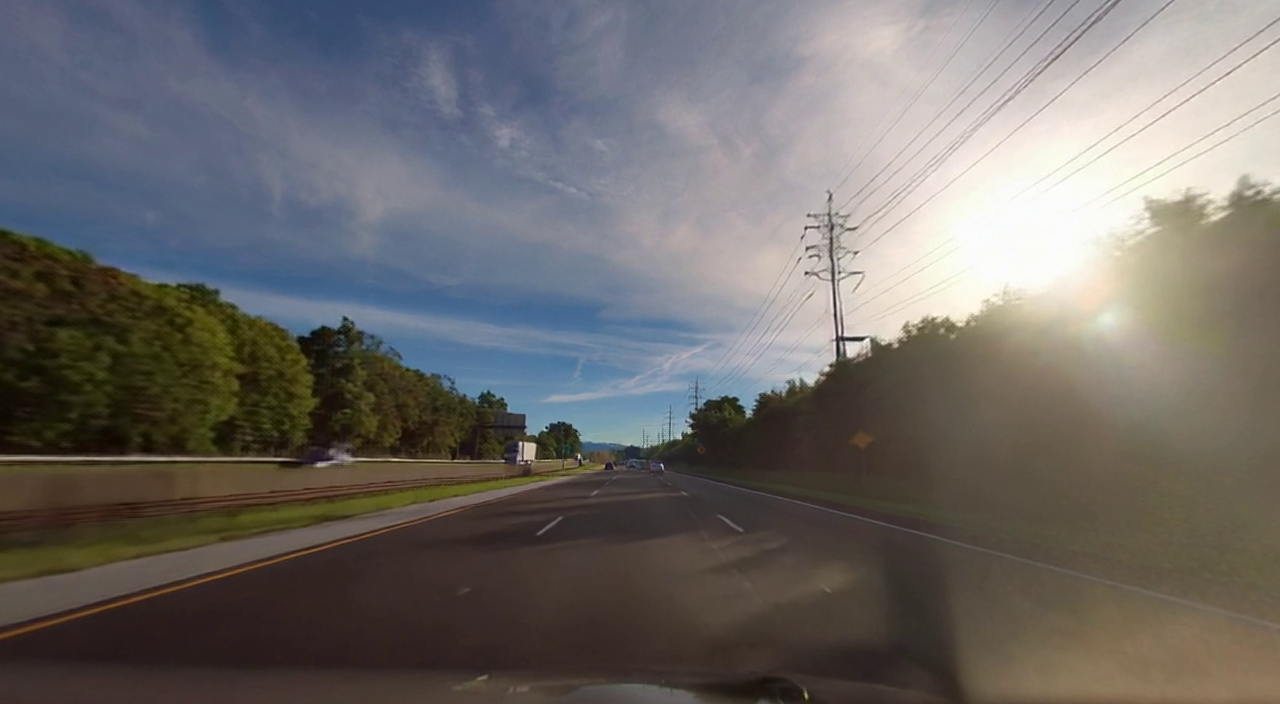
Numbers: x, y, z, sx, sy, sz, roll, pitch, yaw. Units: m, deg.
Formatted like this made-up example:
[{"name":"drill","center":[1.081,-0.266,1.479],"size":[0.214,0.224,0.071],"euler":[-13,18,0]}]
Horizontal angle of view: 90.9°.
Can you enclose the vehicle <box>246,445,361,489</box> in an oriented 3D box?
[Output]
[{"name":"vehicle","center":[-12.672,4.391,24.108],"size":[1.971,1.490,4.431],"euler":[1,-10,-1]}]
